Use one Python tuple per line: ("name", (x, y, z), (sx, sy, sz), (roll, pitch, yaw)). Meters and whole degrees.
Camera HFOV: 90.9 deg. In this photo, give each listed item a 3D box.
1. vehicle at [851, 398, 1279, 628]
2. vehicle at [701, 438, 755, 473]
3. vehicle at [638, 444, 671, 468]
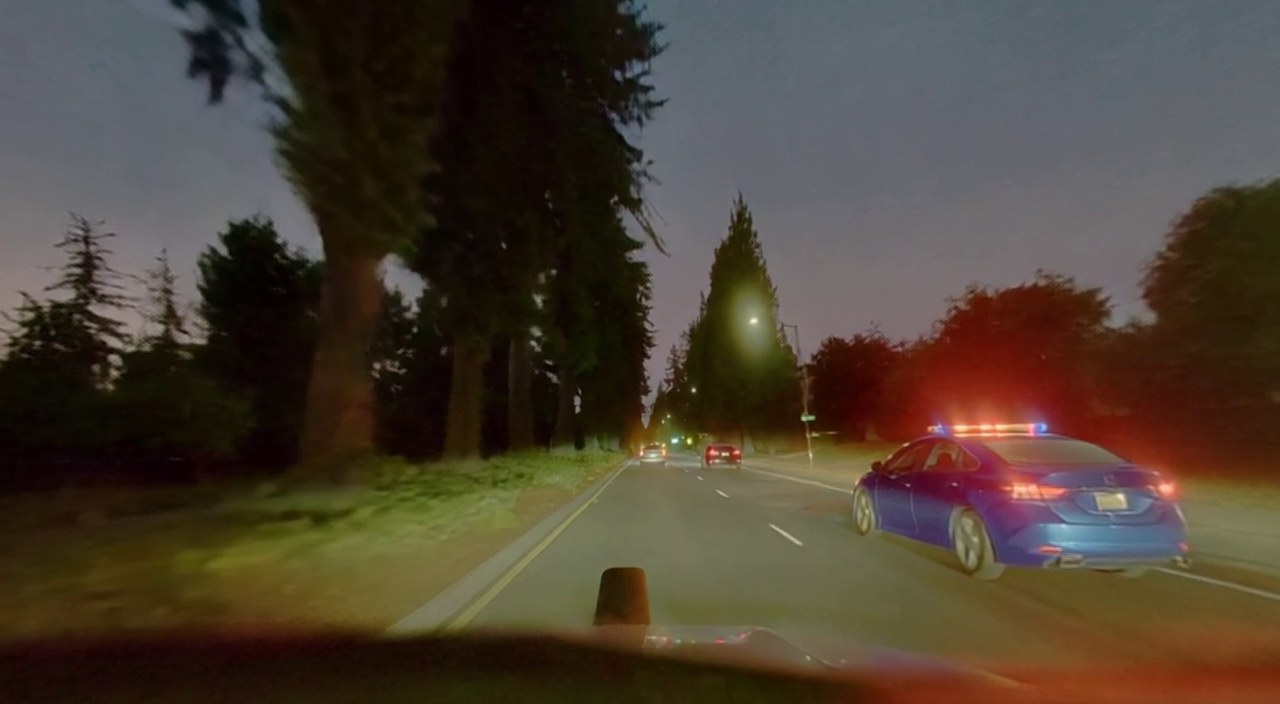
("vehicle", (4.001, 1.475, 6.690), (2.052, 1.639, 4.123), (0, -9, 0))
("vehicle", (4.441, 5.311, 32.449), (2.110, 1.666, 3.912), (0, -9, -1))
("vehicle", (0.901, 6.616, 40.289), (2.026, 1.466, 4.282), (0, -9, 0))
